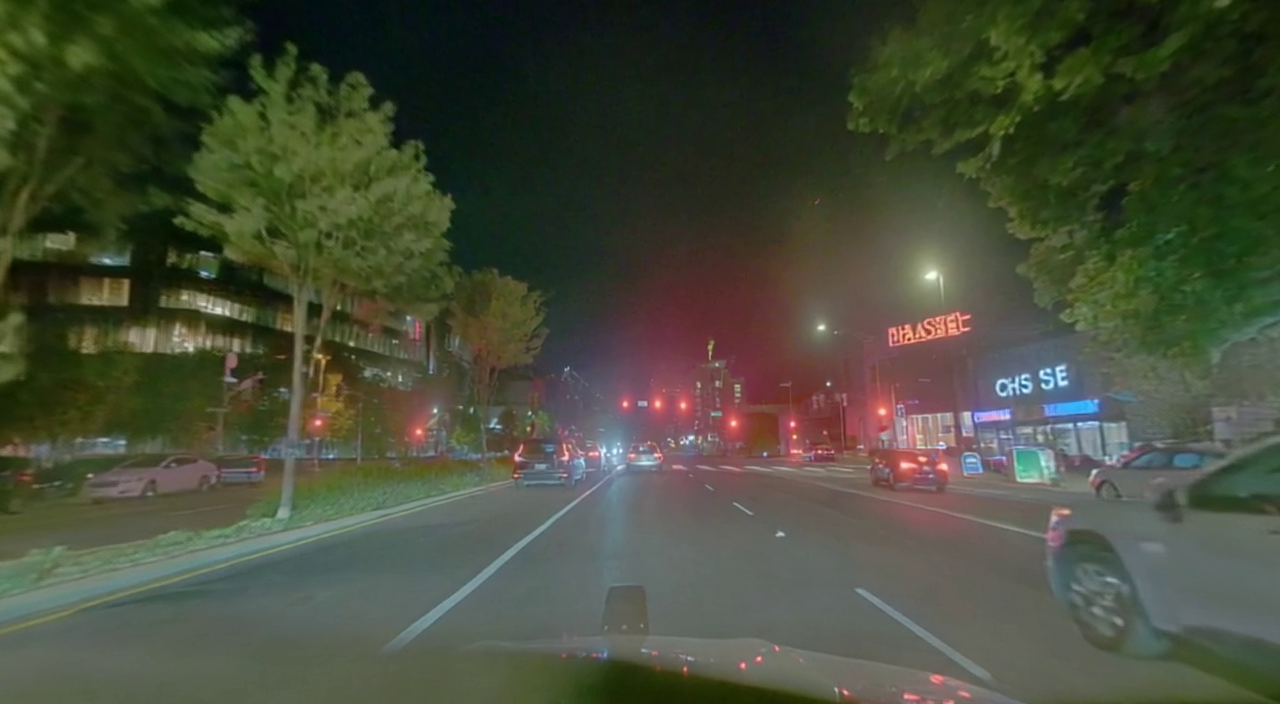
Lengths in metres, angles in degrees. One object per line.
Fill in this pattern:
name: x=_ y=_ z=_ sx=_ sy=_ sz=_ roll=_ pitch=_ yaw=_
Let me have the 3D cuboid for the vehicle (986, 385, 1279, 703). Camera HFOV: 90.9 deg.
vehicle: x=3.702 y=0.845 z=2.263 sx=2.109 sy=1.510 sz=4.927 roll=0 pitch=-8 yaw=0

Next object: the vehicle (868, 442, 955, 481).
vehicle: x=11.312 y=4.563 z=26.600 sx=1.935 sy=1.435 sz=4.141 roll=2 pitch=-8 yaw=1

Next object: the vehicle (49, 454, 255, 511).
vehicle: x=-13.859 y=3.672 z=18.043 sx=4.481 sy=1.455 sz=2.068 roll=-2 pitch=-8 yaw=10

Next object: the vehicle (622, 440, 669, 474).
vehicle: x=0.247 y=4.879 z=29.463 sx=2.059 sy=1.477 sz=3.988 roll=0 pitch=-8 yaw=0

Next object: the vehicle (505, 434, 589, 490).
vehicle: x=-3.000 y=3.671 z=21.436 sx=2.057 sy=1.678 sz=4.639 roll=0 pitch=-8 yaw=1
